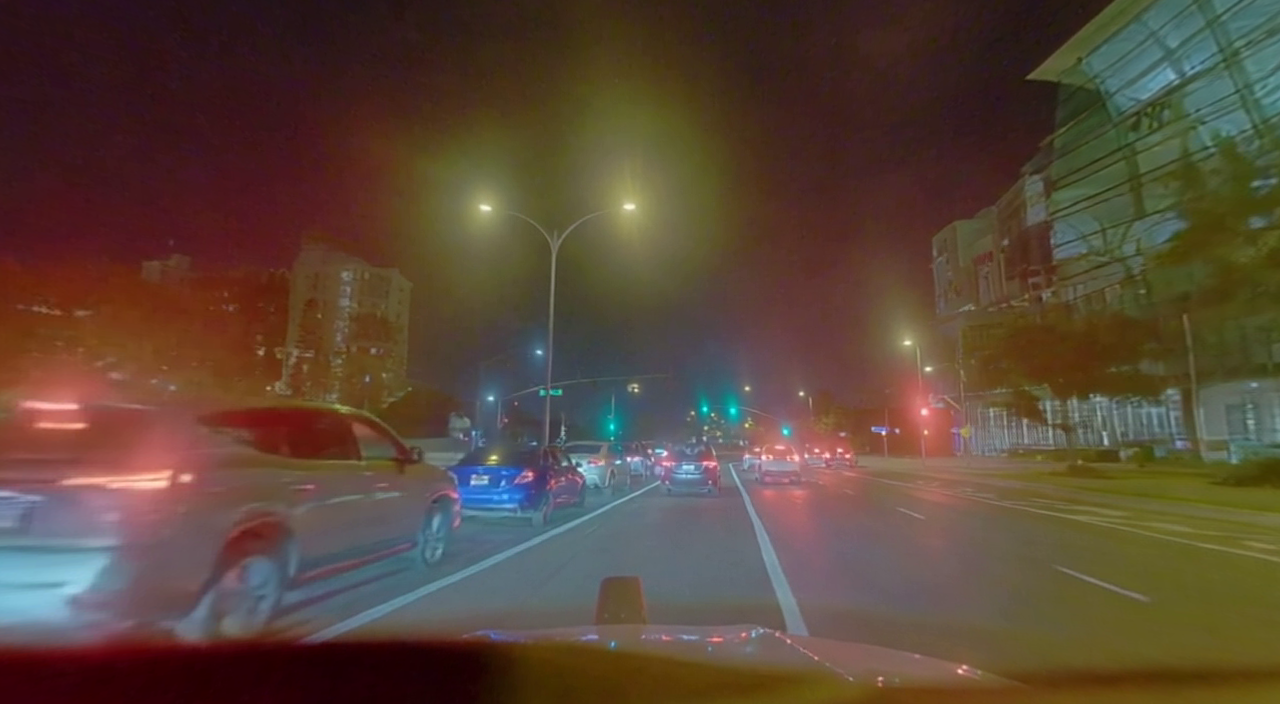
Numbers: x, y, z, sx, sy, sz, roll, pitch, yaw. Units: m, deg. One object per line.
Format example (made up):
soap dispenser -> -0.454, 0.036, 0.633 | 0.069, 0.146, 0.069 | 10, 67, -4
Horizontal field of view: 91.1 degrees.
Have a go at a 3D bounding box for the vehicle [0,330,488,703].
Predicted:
vehicle -> -3.209, 1.180, 5.305 | 2.142, 1.834, 4.588 | -2, -9, 9

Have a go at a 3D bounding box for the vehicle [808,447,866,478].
vehicle -> 10.406, 5.865, 33.549 | 2.120, 1.497, 4.323 | -1, -9, 6

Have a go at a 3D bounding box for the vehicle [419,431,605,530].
vehicle -> -2.187, 2.388, 12.221 | 2.068, 1.525, 4.452 | -2, -9, 9

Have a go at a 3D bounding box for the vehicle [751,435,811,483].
vehicle -> 5.836, 4.470, 26.517 | 2.102, 1.815, 4.716 | -1, -9, 8

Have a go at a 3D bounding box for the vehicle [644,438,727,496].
vehicle -> 1.541, 3.425, 19.195 | 2.205, 1.537, 4.895 | -1, -9, 8
